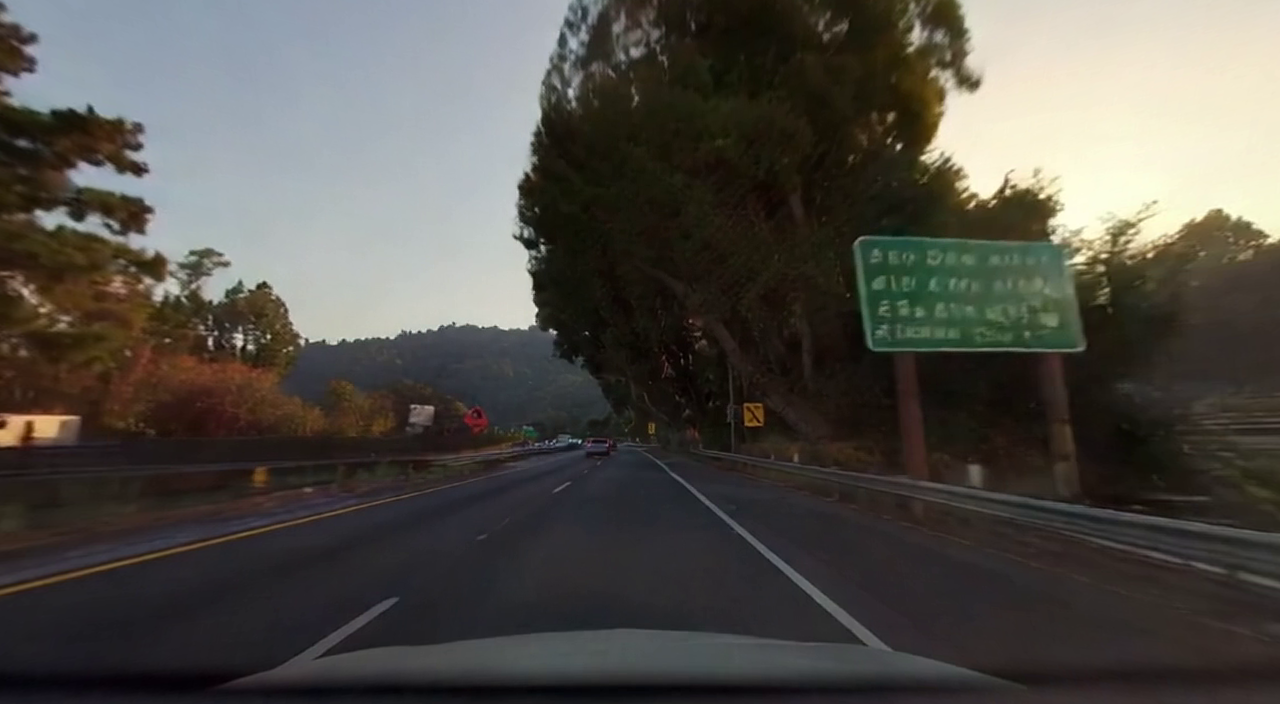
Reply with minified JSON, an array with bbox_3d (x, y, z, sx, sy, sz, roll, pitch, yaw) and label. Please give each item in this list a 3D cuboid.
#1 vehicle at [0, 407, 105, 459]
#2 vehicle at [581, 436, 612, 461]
[{"bbox_3d":[-38.978,5.129,39.345,2.930,3.039,9.292,0,-8,0],"label":"vehicle"},{"bbox_3d":[-3.338,7.456,48.980,2.188,1.825,4.282,0,-8,-2],"label":"vehicle"}]
